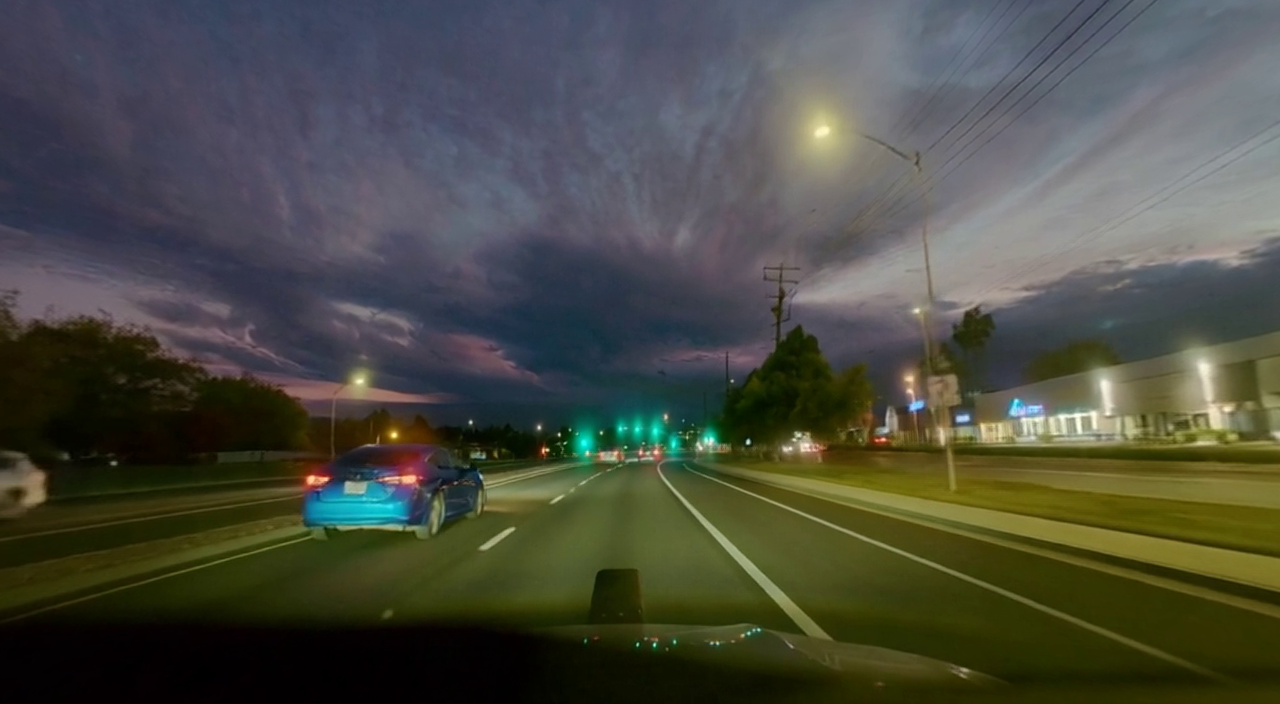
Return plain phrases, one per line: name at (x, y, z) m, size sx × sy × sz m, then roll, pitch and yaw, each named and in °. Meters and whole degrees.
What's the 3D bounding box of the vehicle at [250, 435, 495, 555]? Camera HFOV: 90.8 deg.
vehicle at (-3.898, 2.139, 10.300) m, size 1.928 × 1.488 × 4.635 m, roll 0°, pitch -8°, yaw 1°
